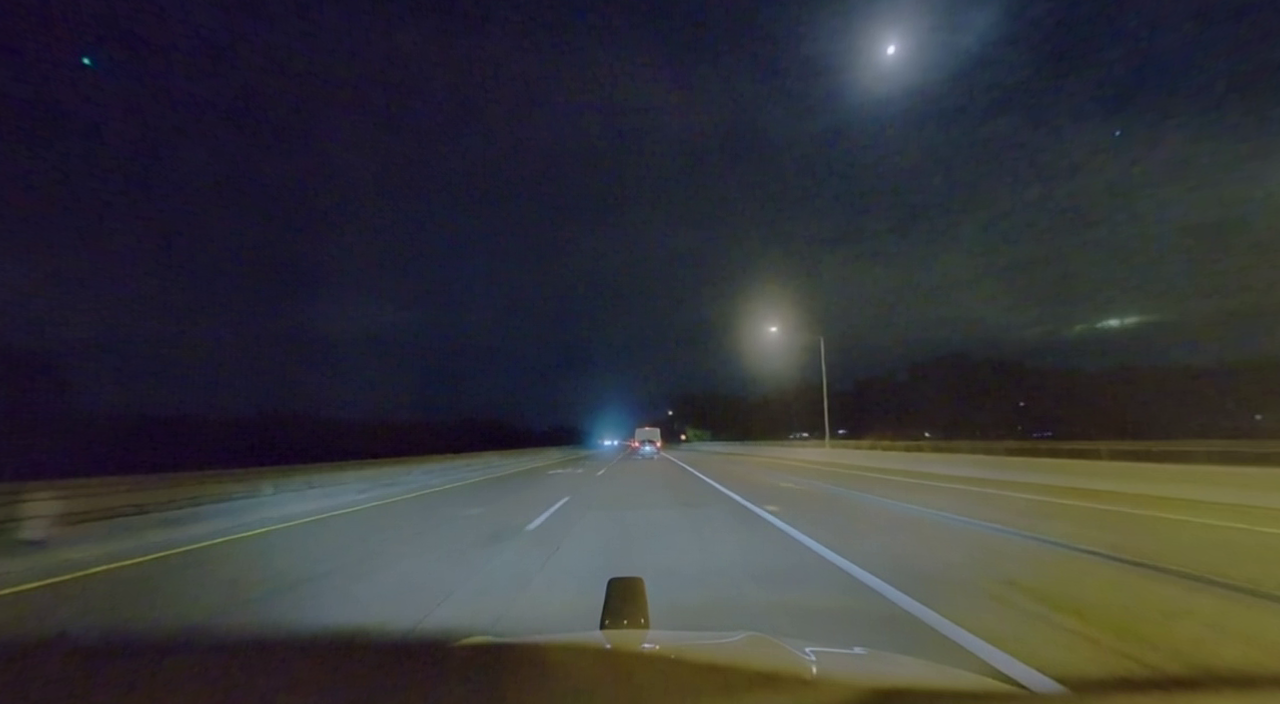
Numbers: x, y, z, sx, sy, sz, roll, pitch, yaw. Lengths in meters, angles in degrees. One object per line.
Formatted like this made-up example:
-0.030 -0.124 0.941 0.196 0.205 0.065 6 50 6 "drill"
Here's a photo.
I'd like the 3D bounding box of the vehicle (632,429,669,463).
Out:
0.696 6.228 41.830 2.277 2.109 4.922 0 -8 1 "vehicle"
